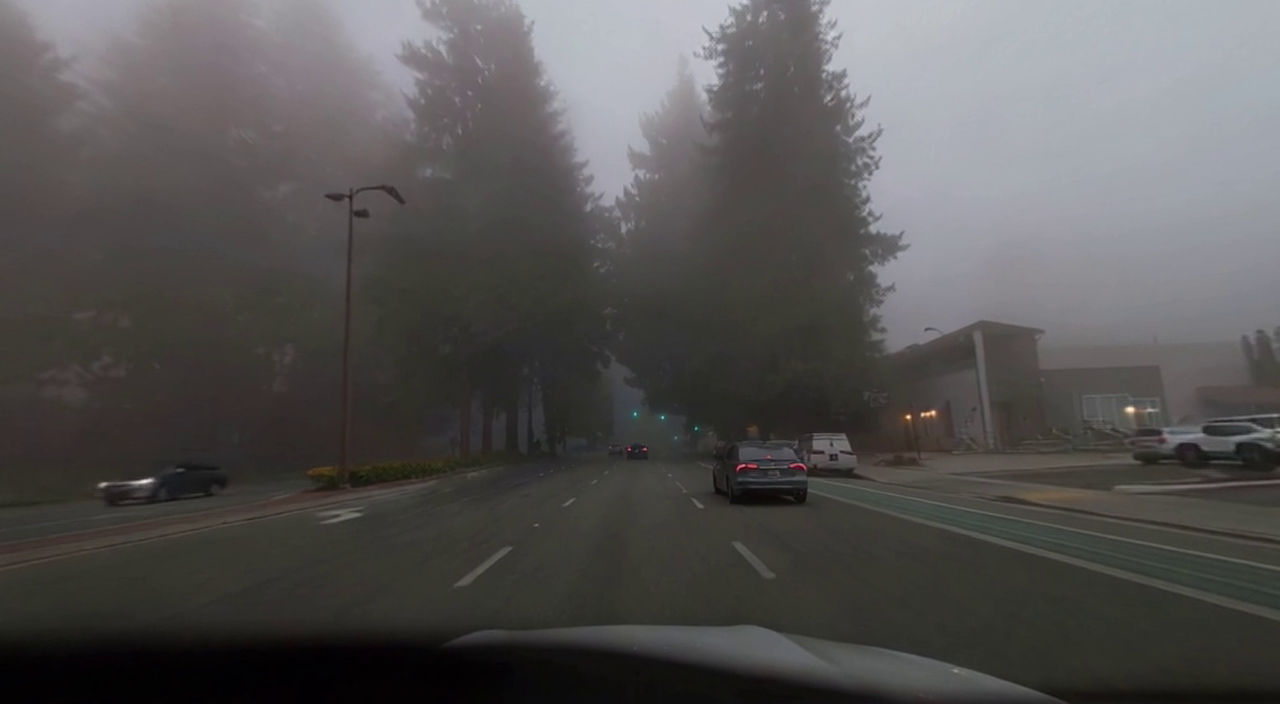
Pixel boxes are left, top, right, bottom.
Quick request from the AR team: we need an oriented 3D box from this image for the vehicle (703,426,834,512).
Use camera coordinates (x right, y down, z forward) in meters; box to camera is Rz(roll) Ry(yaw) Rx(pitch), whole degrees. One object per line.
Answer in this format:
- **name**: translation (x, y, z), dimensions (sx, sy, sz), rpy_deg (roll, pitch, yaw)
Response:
- **vehicle**: translation (2.713, 2.588, 14.376), dimensions (2.022, 1.656, 4.025), rpy_deg (0, -9, -2)

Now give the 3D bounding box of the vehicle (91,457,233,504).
- **vehicle**: translation (-17.658, 4.731, 23.588), dimensions (1.865, 1.452, 4.504), rpy_deg (0, -9, -1)

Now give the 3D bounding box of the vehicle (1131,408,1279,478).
- **vehicle**: translation (17.450, 2.646, 18.226), dimensions (2.131, 1.782, 5.183), rpy_deg (0, -9, -2)
